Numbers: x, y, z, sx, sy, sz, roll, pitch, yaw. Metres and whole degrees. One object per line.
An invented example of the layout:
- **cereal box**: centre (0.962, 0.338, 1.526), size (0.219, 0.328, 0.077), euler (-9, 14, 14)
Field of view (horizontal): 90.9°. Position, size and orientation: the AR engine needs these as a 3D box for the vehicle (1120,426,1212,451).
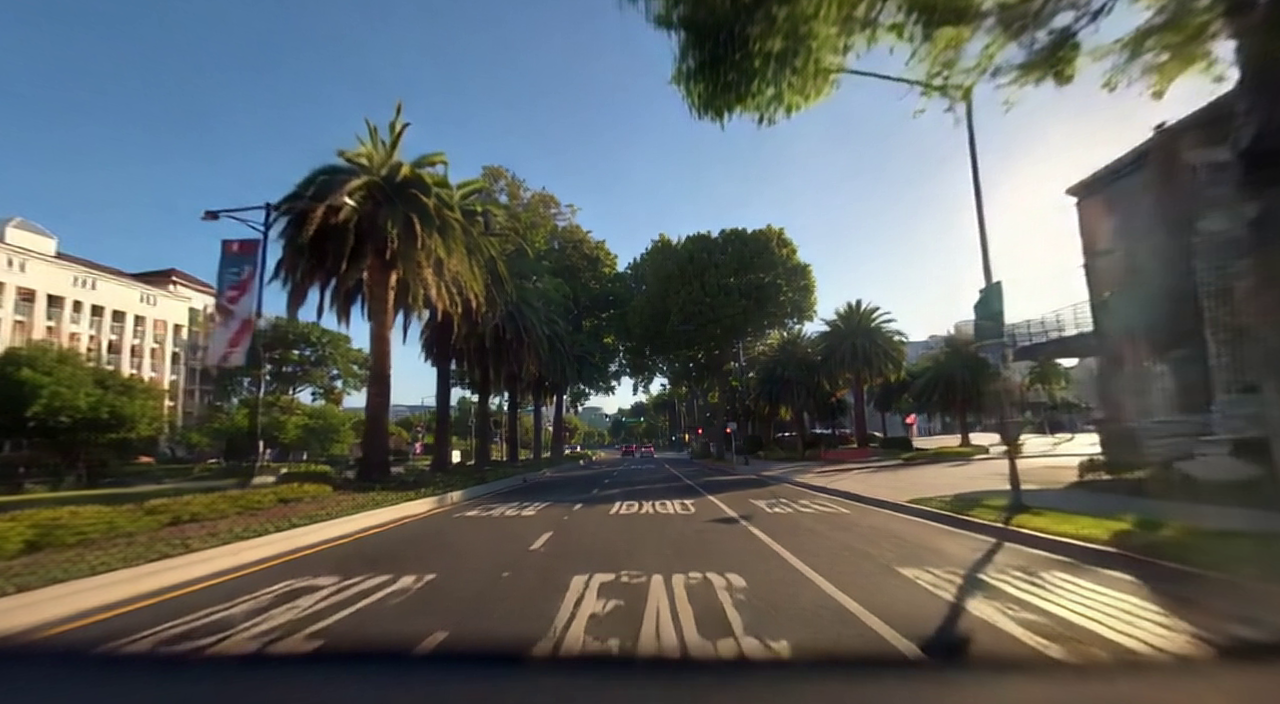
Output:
- **vehicle**: centre (34.471, 5.718, 41.458), size (1.820, 1.571, 4.697), euler (0, -8, -3)
